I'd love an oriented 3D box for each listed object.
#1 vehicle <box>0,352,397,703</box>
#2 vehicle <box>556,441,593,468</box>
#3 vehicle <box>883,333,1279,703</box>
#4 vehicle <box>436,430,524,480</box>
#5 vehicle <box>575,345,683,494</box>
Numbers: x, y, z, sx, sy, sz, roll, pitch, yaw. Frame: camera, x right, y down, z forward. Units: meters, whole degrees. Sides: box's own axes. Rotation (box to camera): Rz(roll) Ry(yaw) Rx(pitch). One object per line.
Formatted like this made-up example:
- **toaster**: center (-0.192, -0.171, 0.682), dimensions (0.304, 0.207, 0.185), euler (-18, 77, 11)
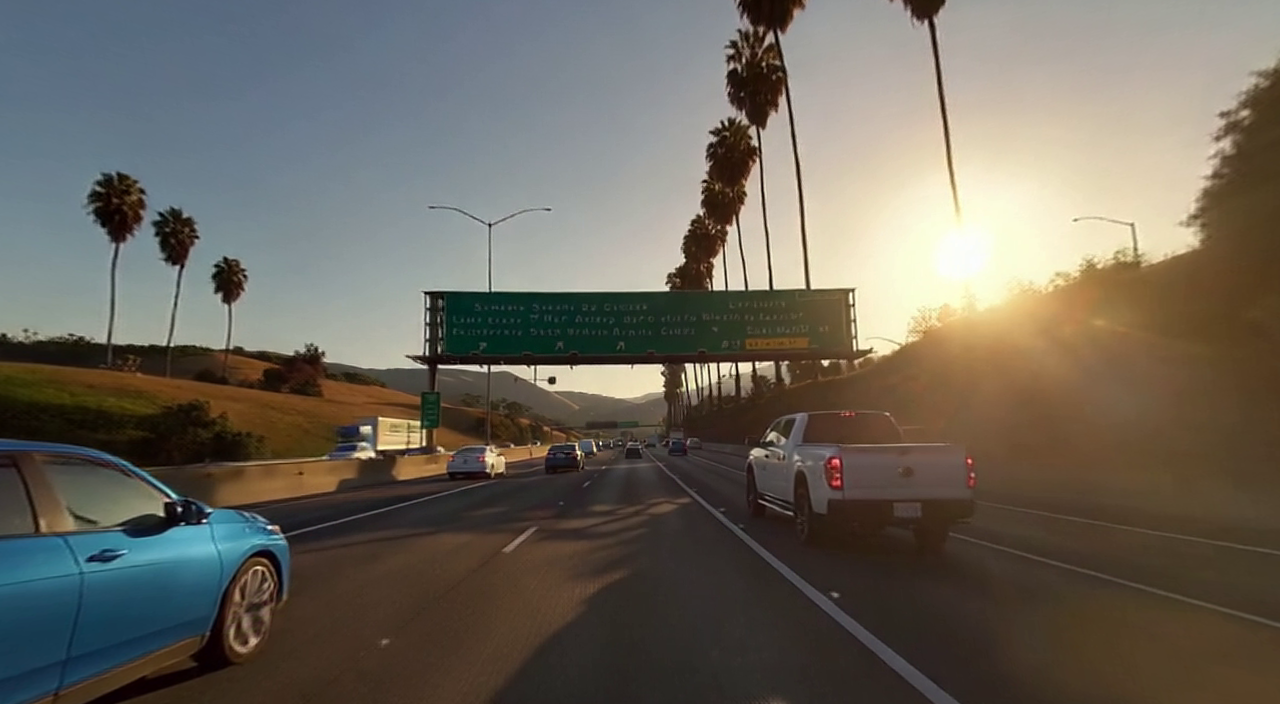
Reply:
- **vehicle**: center (-3.212, 1.075, 3.767), dimensions (1.885, 1.654, 4.103), euler (0, -9, 0)
- **vehicle**: center (-3.883, 6.170, 38.132), dimensions (1.874, 1.475, 4.328), euler (0, -9, -1)
- **vehicle**: center (3.169, 0.803, 3.267), dimensions (1.859, 1.416, 4.695), euler (0, -9, -1)
- **vehicle**: center (-6.863, 4.491, 27.865), dimensions (2.344, 1.954, 5.579), euler (0, -9, 1)
- **vehicle**: center (-0.207, 2.614, 22.511), dimensions (2.906, 4.040, 10.743), euler (0, -9, 1)
